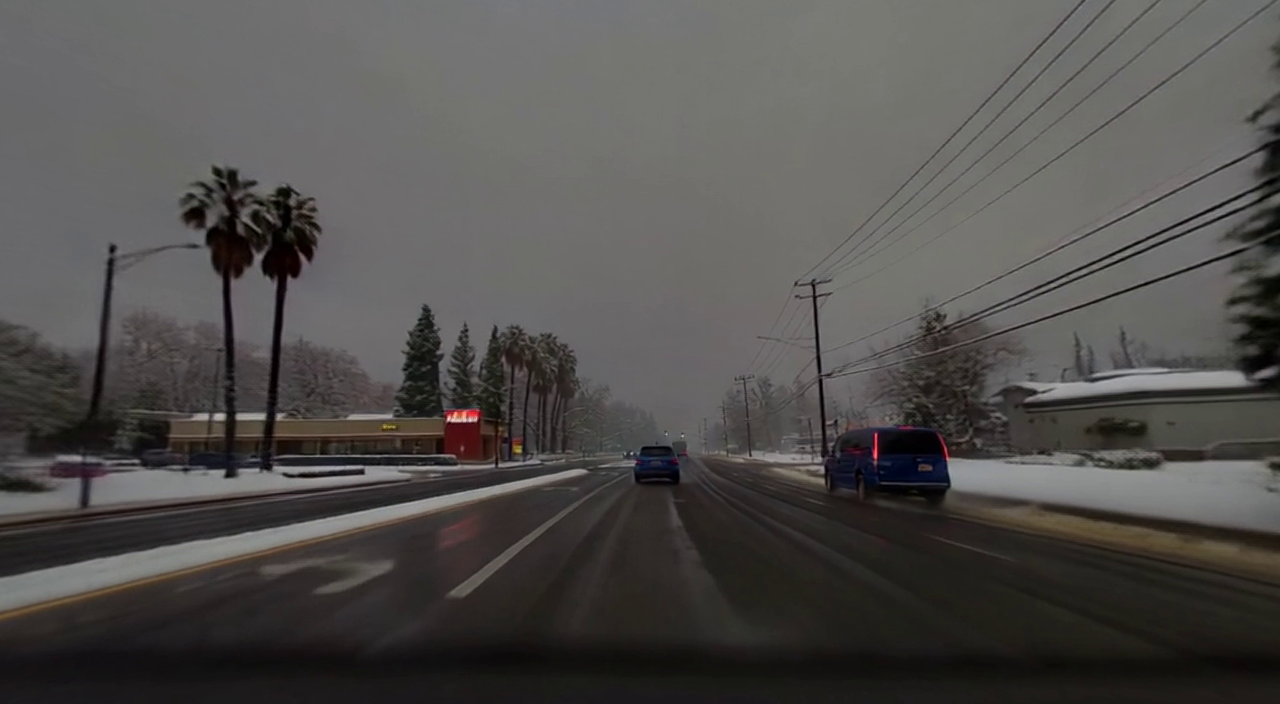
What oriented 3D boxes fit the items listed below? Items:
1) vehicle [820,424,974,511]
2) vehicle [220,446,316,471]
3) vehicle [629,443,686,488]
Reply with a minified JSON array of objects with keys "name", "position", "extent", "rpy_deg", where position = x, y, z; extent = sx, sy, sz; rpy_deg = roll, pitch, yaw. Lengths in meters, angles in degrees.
[{"name":"vehicle","position":[6.378,2.930,16.319],"extent":[2.107,1.928,4.471],"rpy_deg":[0,-9,1]},{"name":"vehicle","position":[-23.765,6.799,40.298],"extent":[4.942,1.557,2.032],"rpy_deg":[-1,-9,7]},{"name":"vehicle","position":[0.727,4.604,25.790],"extent":[2.138,1.672,4.168],"rpy_deg":[0,-9,2]}]
